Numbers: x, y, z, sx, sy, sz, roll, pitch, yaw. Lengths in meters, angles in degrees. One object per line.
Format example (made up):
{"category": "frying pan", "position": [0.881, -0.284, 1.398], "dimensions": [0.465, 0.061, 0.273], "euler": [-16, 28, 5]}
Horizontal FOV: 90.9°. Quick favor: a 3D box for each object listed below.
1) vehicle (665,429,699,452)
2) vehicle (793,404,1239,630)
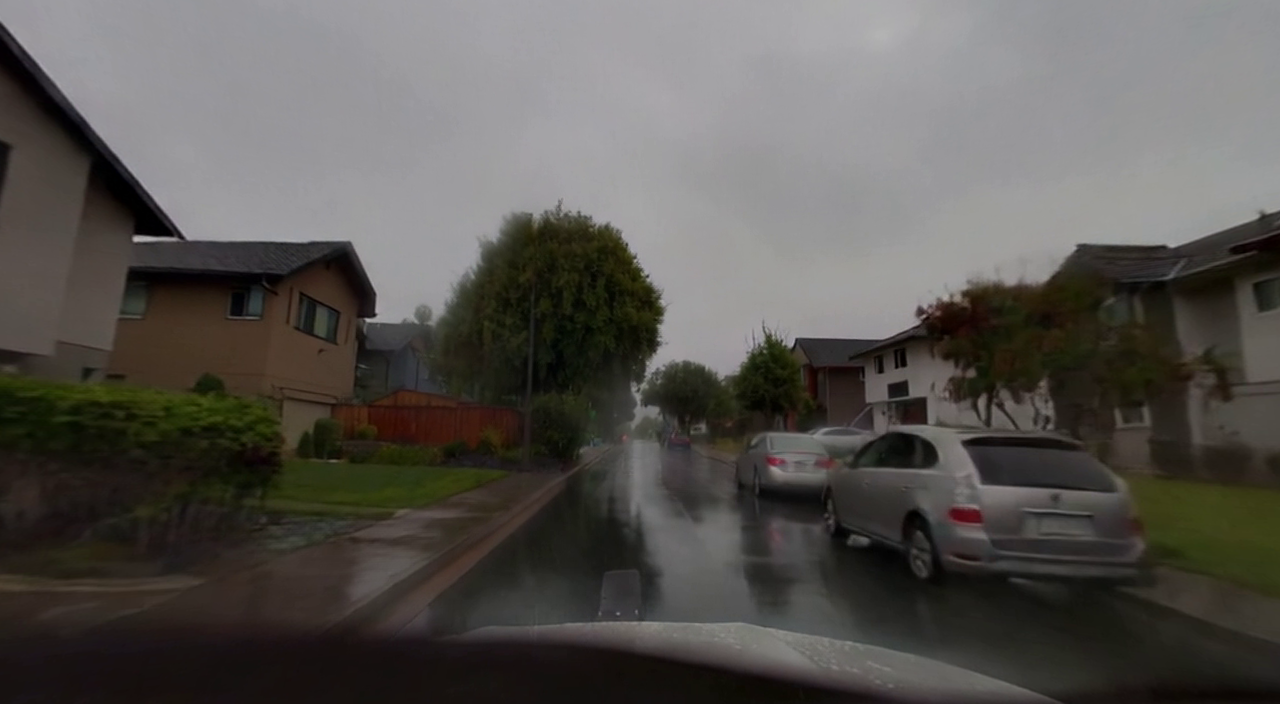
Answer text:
{"category": "vehicle", "position": [2.929, 6.197, 44.461], "dimensions": [1.955, 1.498, 4.046], "euler": [0, -7, -3]}
{"category": "vehicle", "position": [3.263, 1.451, 6.855], "dimensions": [2.006, 1.603, 4.553], "euler": [0, -7, -1]}
